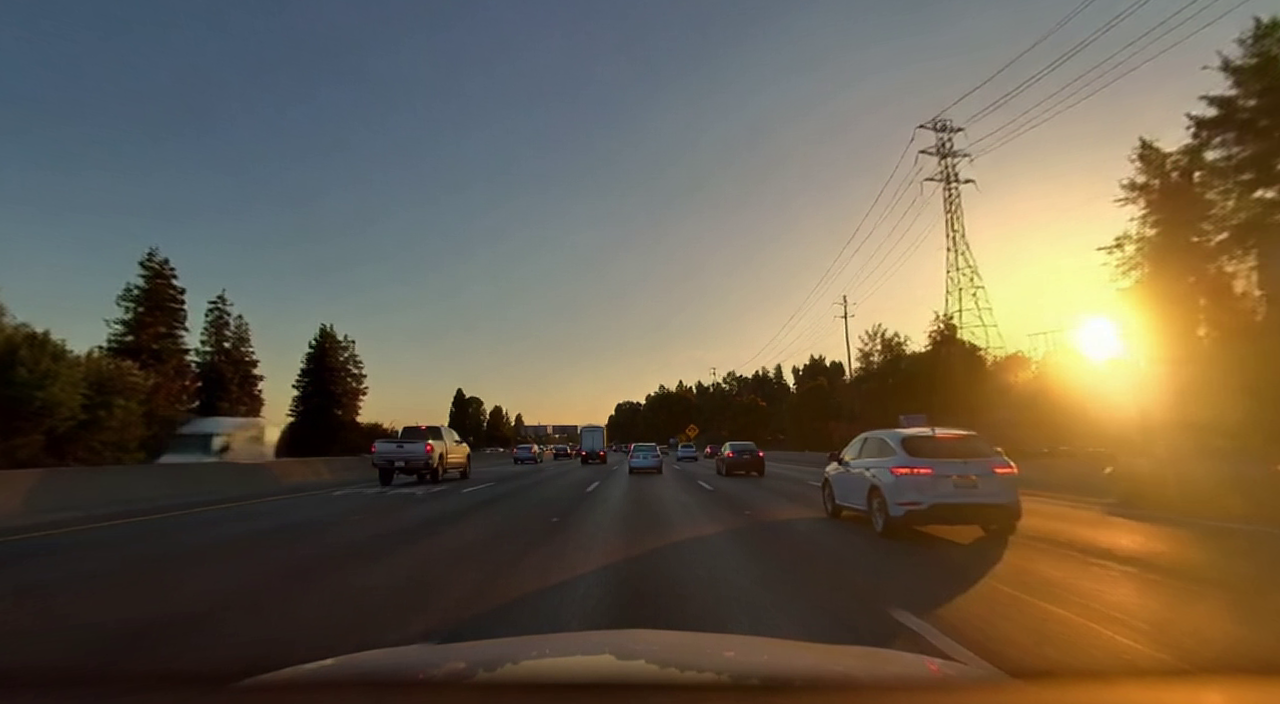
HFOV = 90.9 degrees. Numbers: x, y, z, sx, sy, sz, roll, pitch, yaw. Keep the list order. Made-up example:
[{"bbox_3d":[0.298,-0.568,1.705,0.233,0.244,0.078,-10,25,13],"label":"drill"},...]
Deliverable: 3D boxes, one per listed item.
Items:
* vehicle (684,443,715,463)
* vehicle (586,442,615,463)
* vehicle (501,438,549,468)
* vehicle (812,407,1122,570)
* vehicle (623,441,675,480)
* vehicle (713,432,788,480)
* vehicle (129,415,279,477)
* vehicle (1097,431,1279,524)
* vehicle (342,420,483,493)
[{"bbox_3d":[4.288,7.340,45.953,1.895,1.429,3.908,0,-9,0],"label":"vehicle"},{"bbox_3d":[-2.991,7.653,48.205,1.904,1.479,4.274,0,-9,0],"label":"vehicle"},{"bbox_3d":[-6.825,6.026,37.894,1.978,1.680,4.263,0,-9,1],"label":"vehicle"},{"bbox_3d":[4.022,1.751,8.813,2.002,1.691,4.290,0,-9,0],"label":"vehicle"},{"bbox_3d":[0.335,4.384,25.715,1.966,1.444,3.986,0,-9,0],"label":"vehicle"},{"bbox_3d":[4.380,4.220,25.831,2.195,1.778,4.455,0,-9,-1],"label":"vehicle"},{"bbox_3d":[-18.315,4.025,27.019,2.192,2.362,5.785,0,-9,1],"label":"vehicle"},{"bbox_3d":[11.448,2.273,11.800,2.117,1.491,4.830,0,-9,0],"label":"vehicle"},{"bbox_3d":[-6.847,3.239,19.892,2.269,1.936,5.777,0,-9,0],"label":"vehicle"}]
